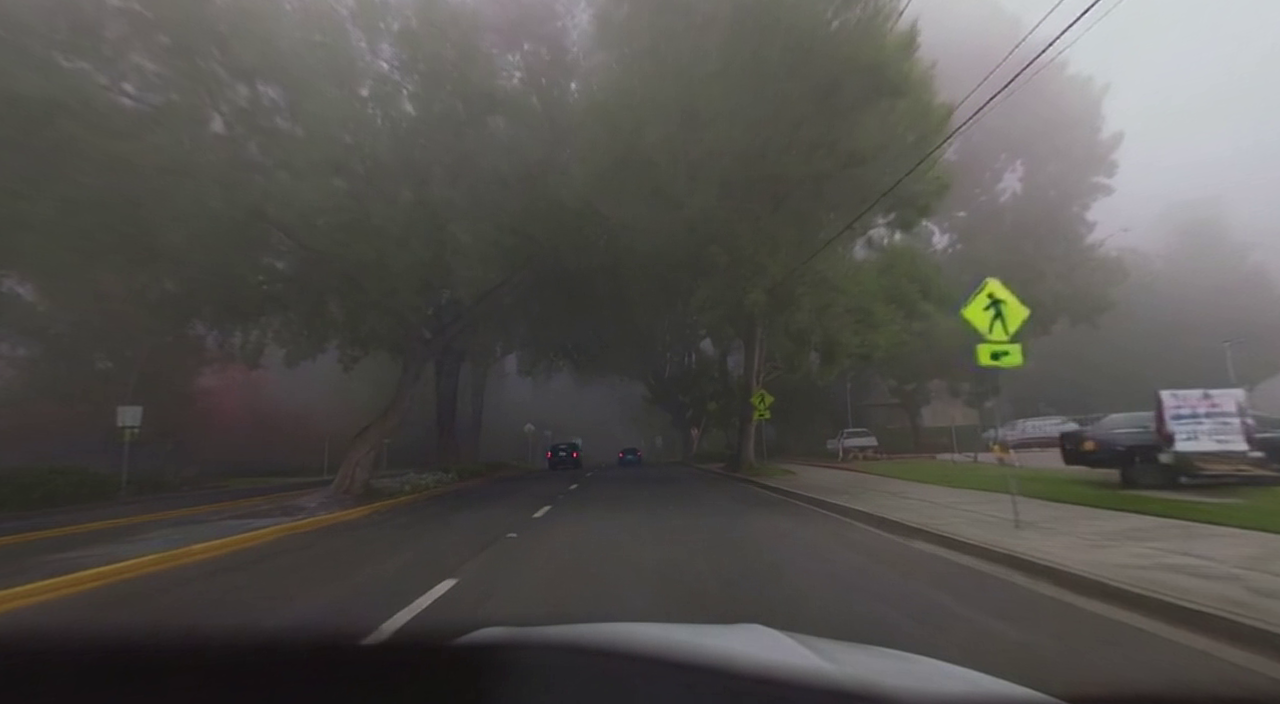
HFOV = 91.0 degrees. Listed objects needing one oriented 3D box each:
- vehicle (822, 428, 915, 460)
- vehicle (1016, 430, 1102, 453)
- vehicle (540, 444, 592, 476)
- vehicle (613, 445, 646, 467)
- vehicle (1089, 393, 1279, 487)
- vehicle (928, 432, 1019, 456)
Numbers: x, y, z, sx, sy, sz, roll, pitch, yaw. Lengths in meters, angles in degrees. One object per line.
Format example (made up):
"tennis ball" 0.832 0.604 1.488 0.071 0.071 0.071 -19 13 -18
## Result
"vehicle" 15.205 6.162 42.143 5.230 2.007 2.410 0 -9 1
"vehicle" 28.261 6.043 42.523 4.444 1.482 1.883 0 -9 -4
"vehicle" -3.626 5.384 31.613 2.083 1.460 4.527 0 -8 -1
"vehicle" -0.746 7.283 44.176 2.187 1.478 4.138 0 -8 -1
"vehicle" 12.532 1.814 13.817 4.442 1.752 2.008 1 -2 -16
"vehicle" 22.381 6.198 42.368 5.025 1.532 1.958 0 -9 -1
